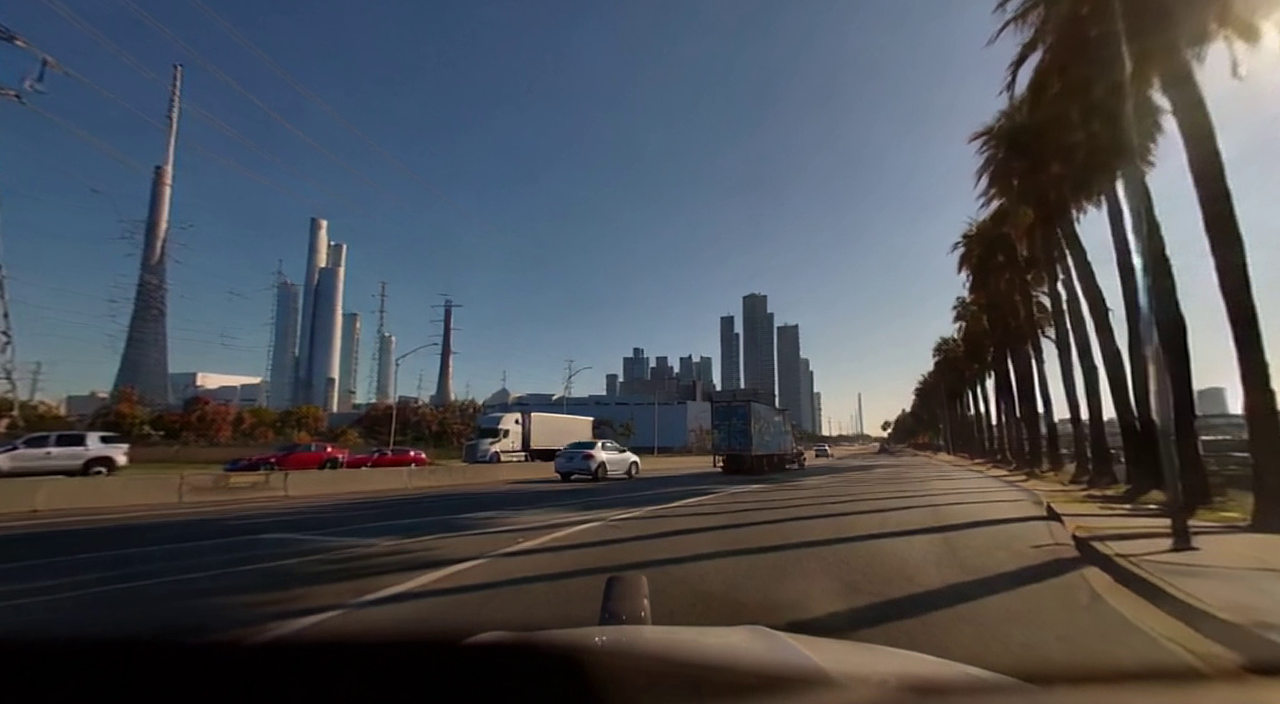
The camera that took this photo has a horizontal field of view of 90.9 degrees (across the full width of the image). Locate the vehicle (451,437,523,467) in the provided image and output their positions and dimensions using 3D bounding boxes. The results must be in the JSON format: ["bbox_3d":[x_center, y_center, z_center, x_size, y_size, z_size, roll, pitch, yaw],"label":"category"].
[{"bbox_3d":[-9.431,6.274,39.208,1.833,1.578,4.412,-9,-15,27],"label":"vehicle"}]

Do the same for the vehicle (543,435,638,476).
[{"bbox_3d":[-2.459,5.412,33.222,2.266,1.950,5.866,-4,-9,26],"label":"vehicle"}]

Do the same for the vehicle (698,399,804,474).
[{"bbox_3d":[7.198,5.279,38.970,2.903,3.933,11.567,-5,-10,28],"label":"vehicle"}]

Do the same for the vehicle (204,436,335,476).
[{"bbox_3d":[-15.933,4.493,27.384,1.847,1.567,4.532,-5,-10,27],"label":"vehicle"}]

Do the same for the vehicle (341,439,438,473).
[{"bbox_3d":[-12.714,5.378,32.332,1.785,1.502,4.457,-6,-13,27],"label":"vehicle"}]

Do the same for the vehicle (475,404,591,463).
[{"bbox_3d":[-7.994,6.671,49.731,2.907,3.760,11.193,-5,-13,26],"label":"vehicle"}]

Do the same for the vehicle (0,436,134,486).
[{"bbox_3d":[-19.258,3.444,20.083,1.792,1.451,4.419,-5,-10,28],"label":"vehicle"}]
